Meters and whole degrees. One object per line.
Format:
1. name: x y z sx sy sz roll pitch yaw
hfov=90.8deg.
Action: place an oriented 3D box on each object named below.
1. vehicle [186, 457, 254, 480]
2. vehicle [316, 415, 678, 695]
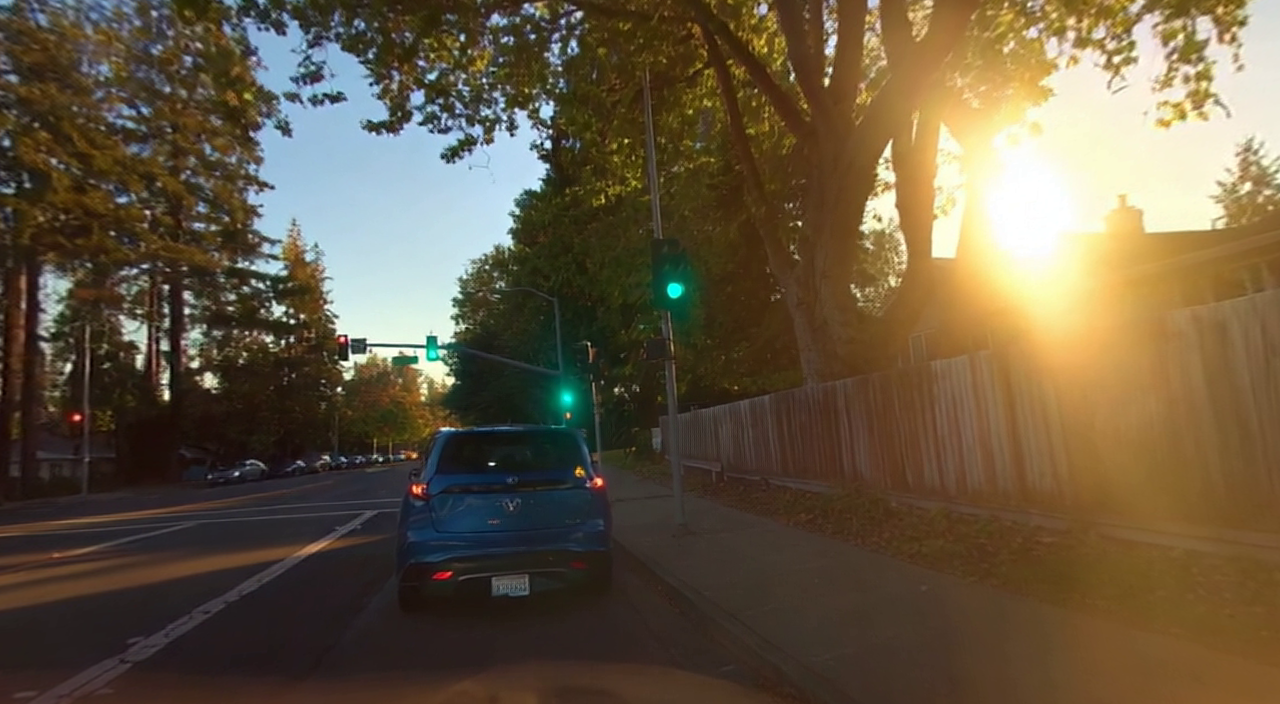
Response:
1. vehicle: -32.868 9.108 49.491 3.959 1.680 1.785 1 -9 -7
2. vehicle: -1.156 1.401 5.512 2.024 1.502 3.702 2 -9 -12
